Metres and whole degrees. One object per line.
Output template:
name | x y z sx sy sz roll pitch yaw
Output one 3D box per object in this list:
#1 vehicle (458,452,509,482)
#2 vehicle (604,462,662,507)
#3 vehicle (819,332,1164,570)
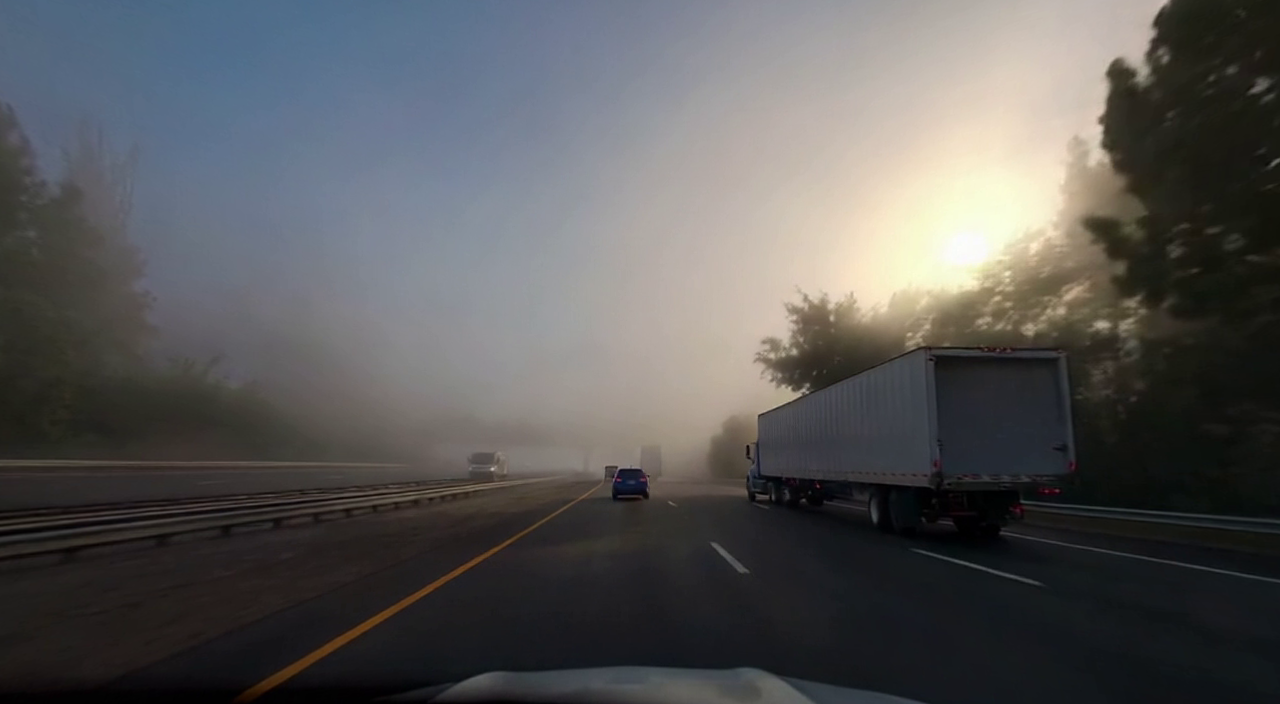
vehicle | -10.391 7.734 42.277 1.997 1.794 5.701 1 -11 -1
vehicle | -0.253 5.101 24.405 2.067 1.552 3.601 1 -11 -1
vehicle | 6.597 2.242 13.937 2.839 3.684 8.091 1 -11 0
